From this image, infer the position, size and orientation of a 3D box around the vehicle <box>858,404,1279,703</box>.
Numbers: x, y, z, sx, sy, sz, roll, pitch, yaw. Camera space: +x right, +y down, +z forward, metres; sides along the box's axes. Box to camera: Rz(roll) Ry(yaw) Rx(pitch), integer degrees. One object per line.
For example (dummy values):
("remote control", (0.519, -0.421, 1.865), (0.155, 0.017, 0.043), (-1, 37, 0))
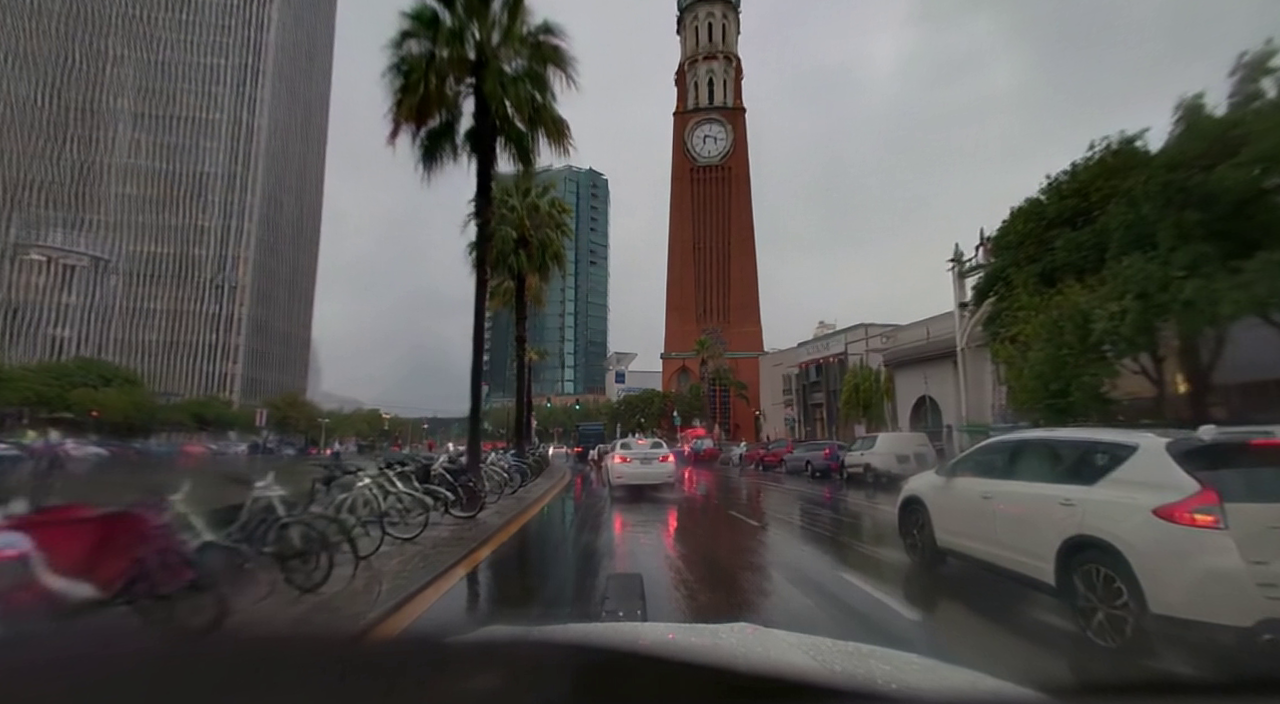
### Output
("vehicle", (3.740, 1.329, 5.021), (2.116, 1.500, 4.702), (0, -9, -3))

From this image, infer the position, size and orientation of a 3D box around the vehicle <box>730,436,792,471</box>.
("vehicle", (6.270, 5.346, 33.326), (1.860, 1.684, 4.211), (1, -9, -9))

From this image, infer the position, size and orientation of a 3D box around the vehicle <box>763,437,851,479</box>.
("vehicle", (6.986, 4.488, 27.006), (2.067, 1.641, 4.569), (1, -9, -6))

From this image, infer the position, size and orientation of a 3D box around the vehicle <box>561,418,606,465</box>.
("vehicle", (-3.833, 6.000, 42.190), (2.400, 2.872, 6.053), (2, -9, -10))

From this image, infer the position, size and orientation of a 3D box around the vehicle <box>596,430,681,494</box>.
("vehicle", (-0.162, 3.109, 18.066), (2.111, 1.605, 3.832), (1, -9, -5))
